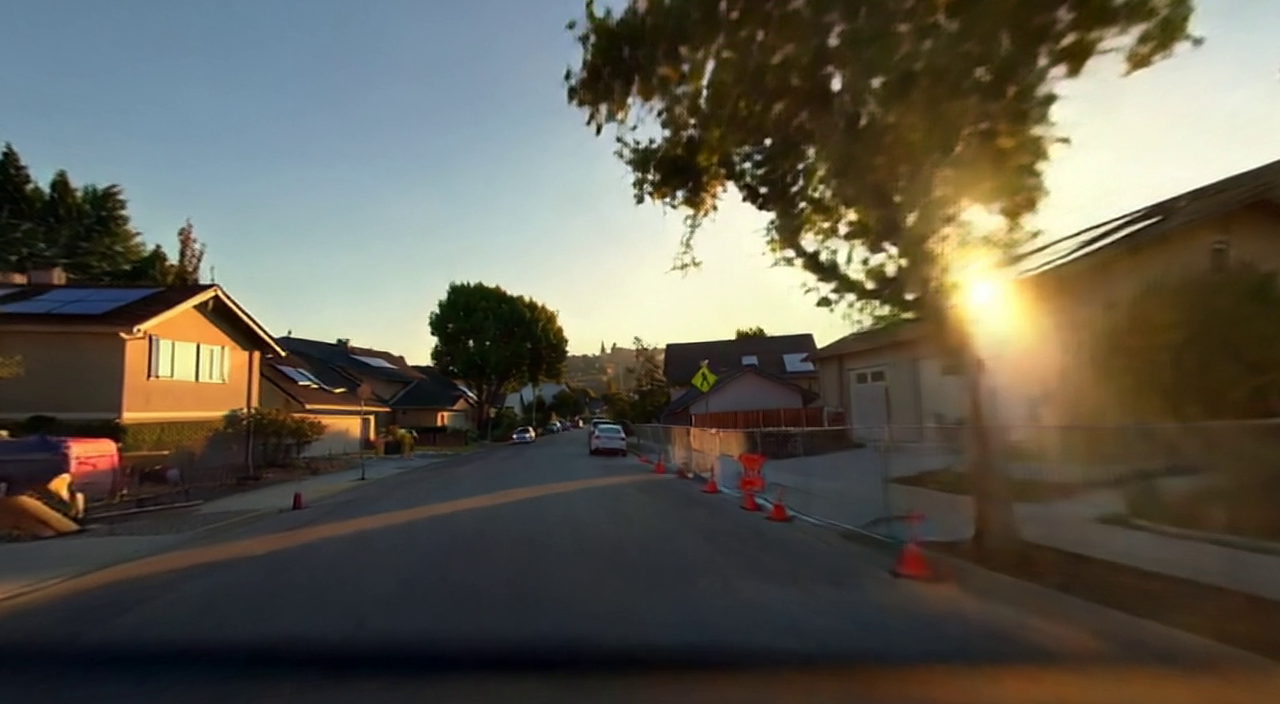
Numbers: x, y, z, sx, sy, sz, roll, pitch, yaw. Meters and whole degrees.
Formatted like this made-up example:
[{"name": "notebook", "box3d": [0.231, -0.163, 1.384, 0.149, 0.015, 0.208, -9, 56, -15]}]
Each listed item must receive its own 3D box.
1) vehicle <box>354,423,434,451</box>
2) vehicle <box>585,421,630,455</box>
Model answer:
[{"name": "vehicle", "box3d": [-15.630, 5.435, 40.184, 4.205, 1.745, 2.121, 1, -8, -2]}, {"name": "vehicle", "box3d": [-1.584, 4.101, 30.022, 1.998, 1.494, 3.927, 0, -8, -4]}]
